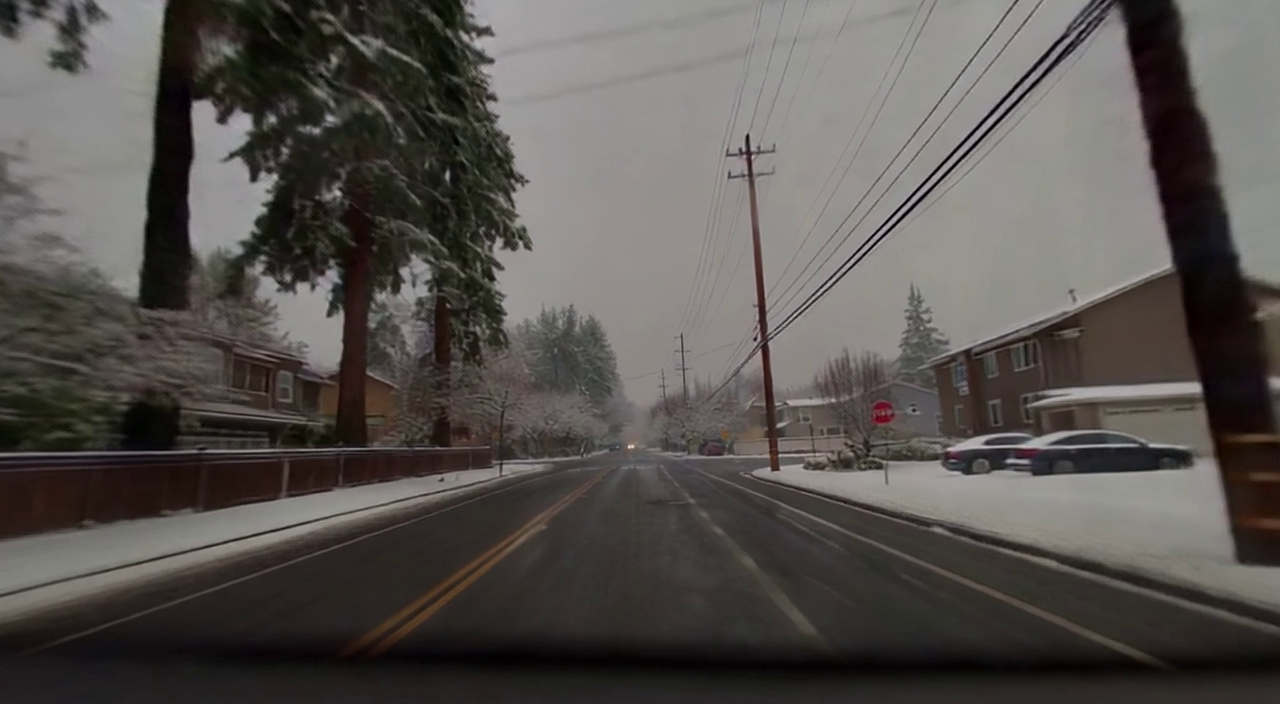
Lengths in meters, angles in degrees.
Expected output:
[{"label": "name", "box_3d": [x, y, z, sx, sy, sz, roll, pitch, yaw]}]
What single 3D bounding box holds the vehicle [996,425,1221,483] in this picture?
[{"label": "vehicle", "box_3d": [12.761, 2.799, 17.459, 4.650, 1.484, 1.929, 0, -8, -1]}]
